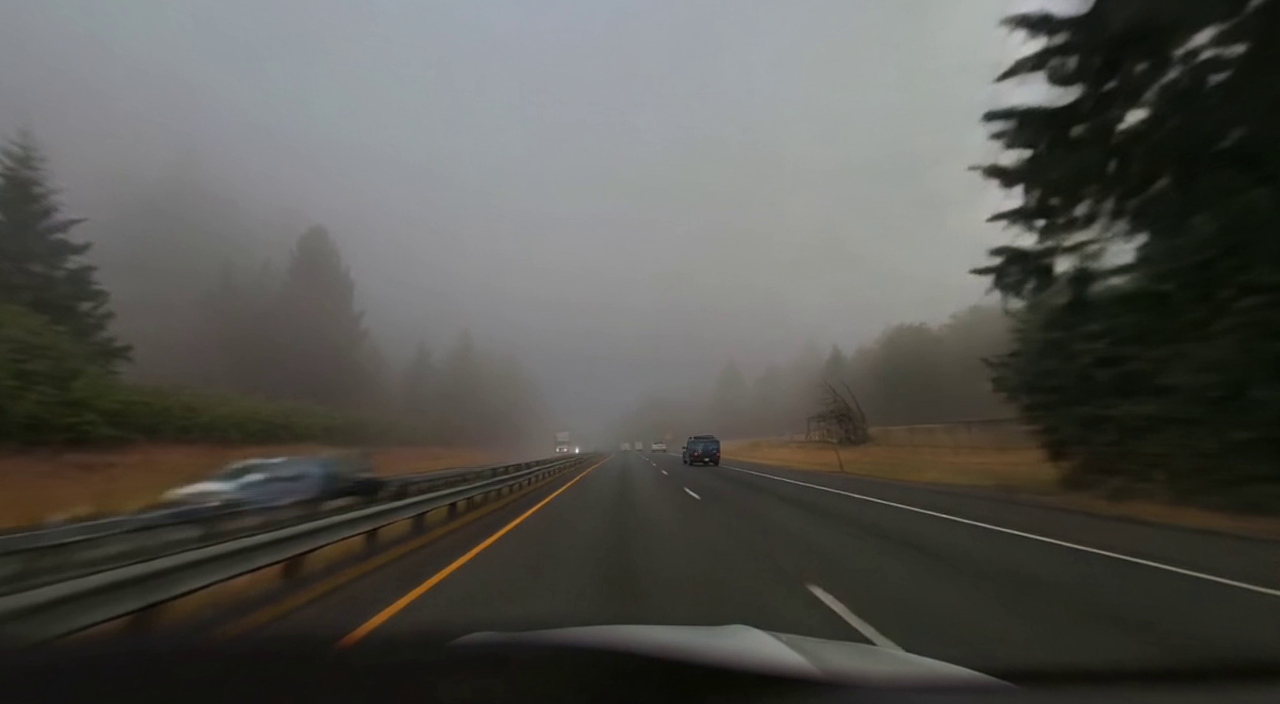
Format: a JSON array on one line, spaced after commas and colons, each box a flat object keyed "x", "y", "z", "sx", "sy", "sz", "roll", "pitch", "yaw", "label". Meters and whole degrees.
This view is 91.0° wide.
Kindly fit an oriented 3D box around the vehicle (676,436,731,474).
[{"x": 2.983, "y": 4.944, "z": 30.474, "sx": 2.043, "sy": 1.673, "sz": 4.016, "roll": 0, "pitch": -8, "yaw": -3, "label": "vehicle"}]

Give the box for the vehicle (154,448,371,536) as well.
[{"x": -7.771, "y": 2.860, "z": 13.625, "sx": 1.934, "sy": 1.497, "sz": 4.552, "roll": 0, "pitch": -8, "yaw": -1, "label": "vehicle"}]
